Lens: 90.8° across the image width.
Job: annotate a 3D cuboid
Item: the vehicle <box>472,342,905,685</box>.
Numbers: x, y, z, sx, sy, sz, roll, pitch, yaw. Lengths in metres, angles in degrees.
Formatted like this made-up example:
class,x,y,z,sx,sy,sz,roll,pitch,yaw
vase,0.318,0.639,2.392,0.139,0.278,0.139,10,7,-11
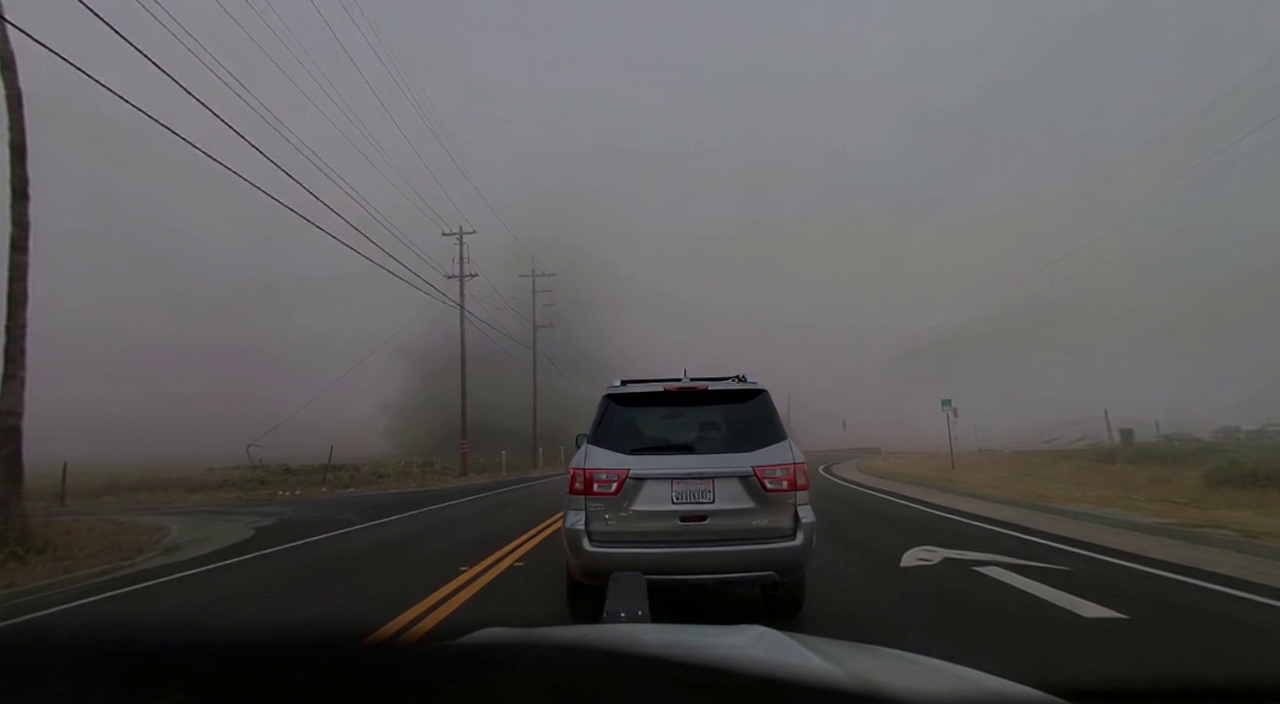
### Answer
class,x,y,z,sx,sy,sz,roll,pitch,yaw
vehicle,0.181,1.205,5.813,2.364,1.859,4.538,0,-9,-2
